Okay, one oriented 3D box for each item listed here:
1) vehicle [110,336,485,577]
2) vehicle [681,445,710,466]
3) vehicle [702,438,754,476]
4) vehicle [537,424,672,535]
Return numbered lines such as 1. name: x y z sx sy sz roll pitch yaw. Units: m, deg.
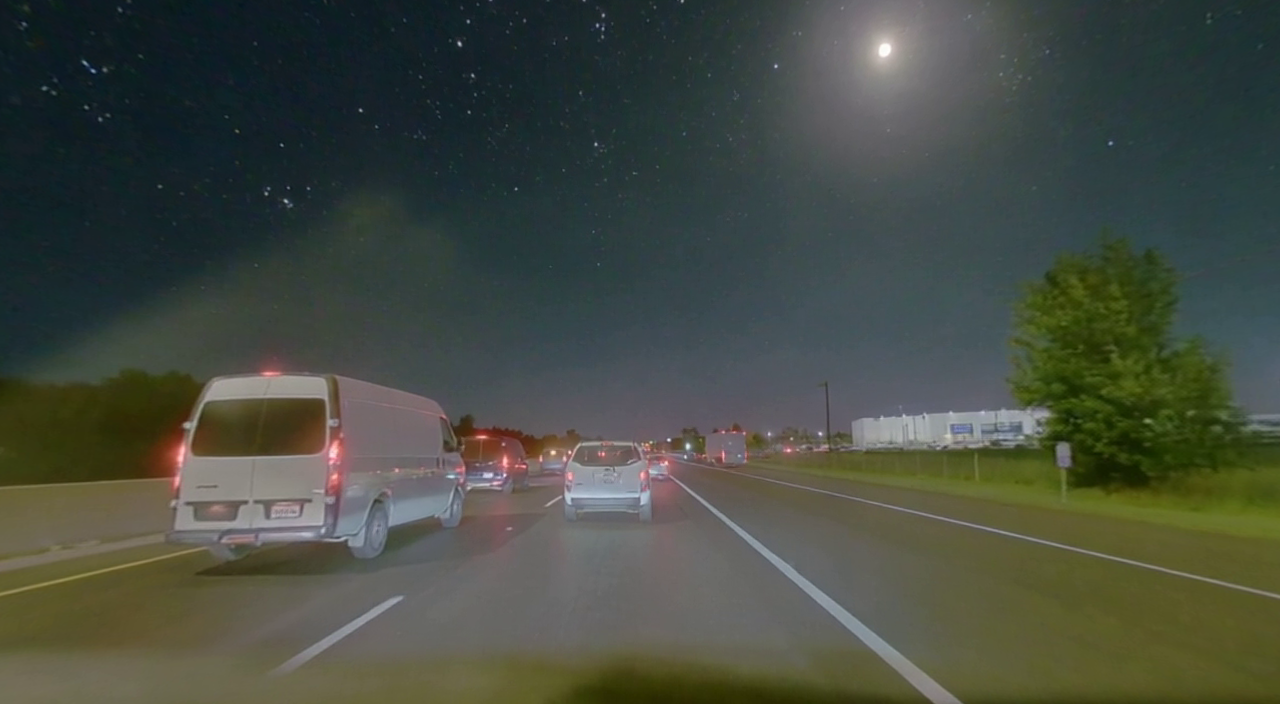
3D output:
1. vehicle: -4.579 1.649 10.372 2.248 2.626 6.837 0 -9 0
2. vehicle: 4.185 7.914 48.132 1.874 1.512 3.723 0 -9 -1
3. vehicle: 4.346 5.277 31.754 2.003 1.754 4.134 0 -9 0
4. vehicle: -0.561 2.278 11.750 2.093 1.695 3.782 0 -9 0
